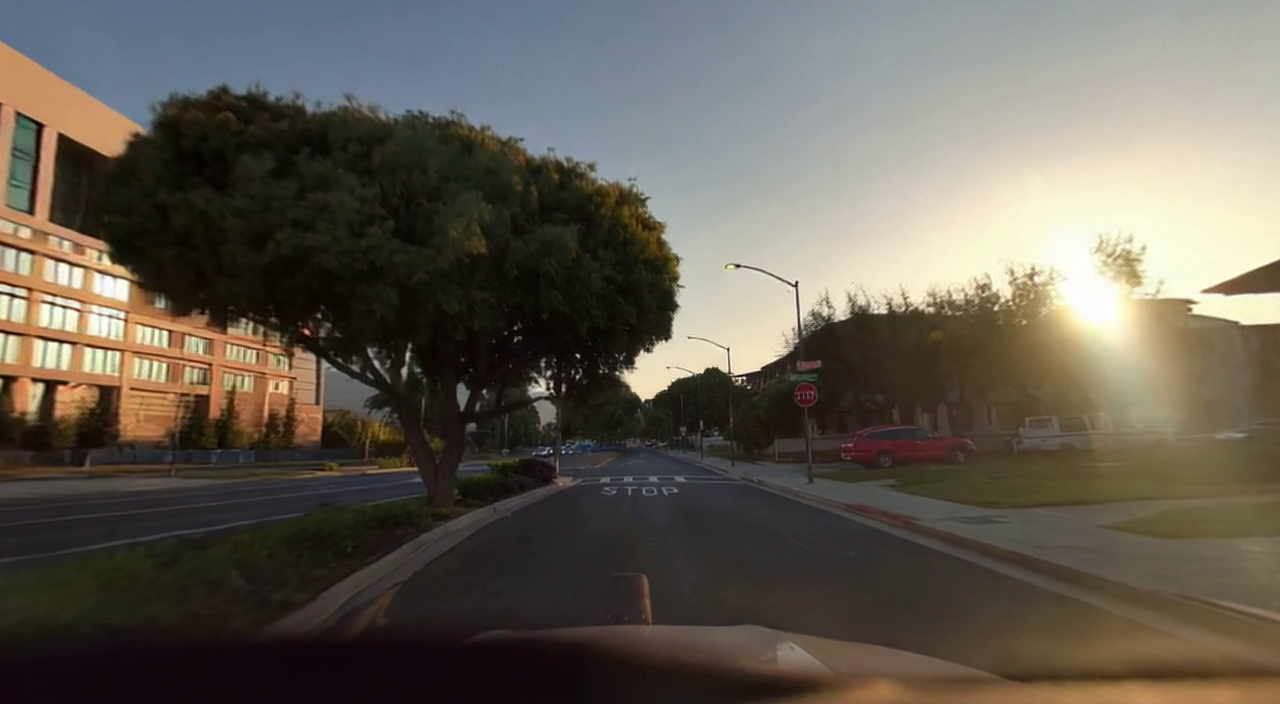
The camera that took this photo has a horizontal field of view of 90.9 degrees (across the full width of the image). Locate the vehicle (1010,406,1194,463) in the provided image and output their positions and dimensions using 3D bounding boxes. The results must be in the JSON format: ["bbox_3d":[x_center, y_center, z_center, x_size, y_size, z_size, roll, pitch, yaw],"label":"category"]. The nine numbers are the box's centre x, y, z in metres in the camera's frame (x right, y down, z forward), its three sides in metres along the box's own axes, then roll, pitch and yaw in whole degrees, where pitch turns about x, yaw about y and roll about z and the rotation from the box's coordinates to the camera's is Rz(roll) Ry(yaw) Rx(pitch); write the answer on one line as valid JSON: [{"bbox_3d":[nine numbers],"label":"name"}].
[{"bbox_3d":[15.946,2.882,21.988,4.730,1.862,1.987,0,-9,1],"label":"vehicle"}]

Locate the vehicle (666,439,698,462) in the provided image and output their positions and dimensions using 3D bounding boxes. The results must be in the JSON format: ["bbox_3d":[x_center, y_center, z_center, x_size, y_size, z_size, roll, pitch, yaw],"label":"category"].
[{"bbox_3d":[2.901,6.884,44.134,1.990,1.508,4.123,0,-9,1],"label":"vehicle"}]

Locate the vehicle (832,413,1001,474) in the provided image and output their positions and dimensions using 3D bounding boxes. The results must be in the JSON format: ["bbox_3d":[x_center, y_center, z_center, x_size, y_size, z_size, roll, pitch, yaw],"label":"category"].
[{"bbox_3d":[9.581,3.232,22.219,4.823,1.667,2.165,-4,-9,0],"label":"vehicle"}]
